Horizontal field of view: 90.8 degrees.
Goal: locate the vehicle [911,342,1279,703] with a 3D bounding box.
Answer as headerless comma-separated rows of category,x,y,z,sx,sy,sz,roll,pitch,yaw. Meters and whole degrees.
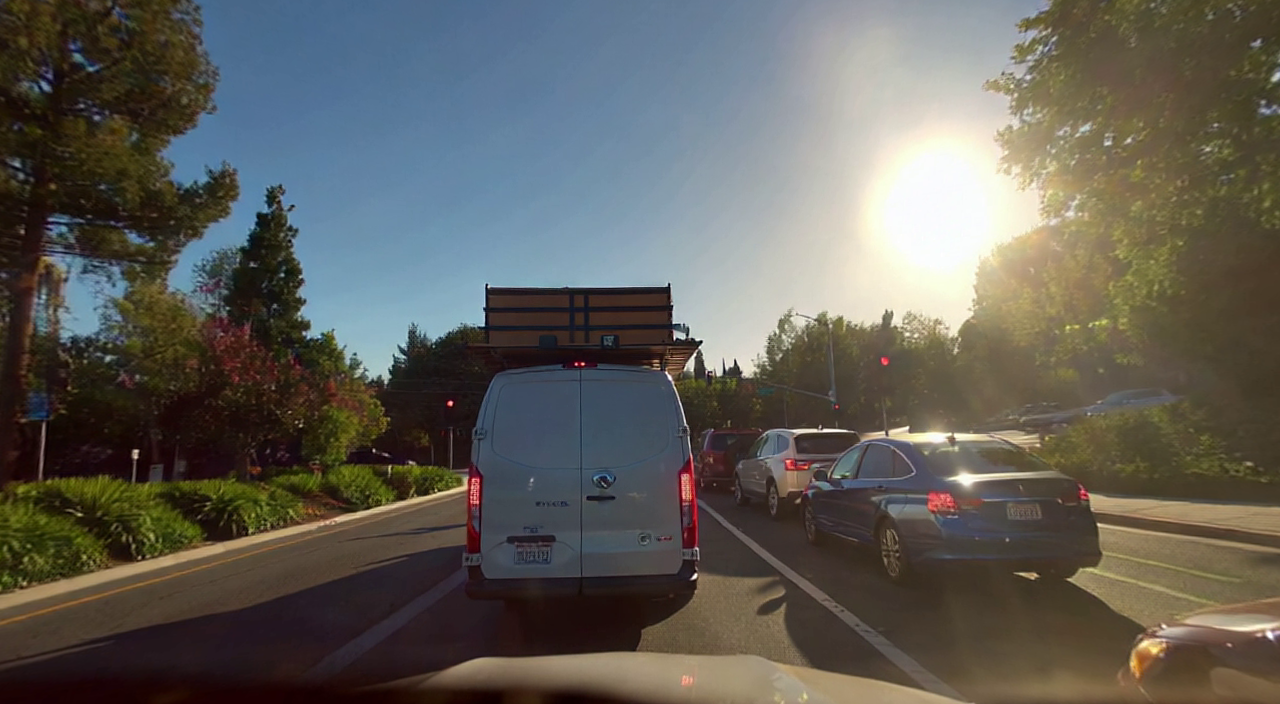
vehicle,3.458,0.943,3.411,1.965,1.671,4.146,0,-9,-3

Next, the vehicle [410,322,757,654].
vehicle,-0.362,1.151,6.189,2.145,2.089,4.309,0,-9,0

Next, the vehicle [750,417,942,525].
vehicle,3.667,2.212,12.261,2.024,1.692,4.252,1,-9,-4

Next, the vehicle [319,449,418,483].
vehicle,-14.039,5.882,32.758,4.501,1.613,1.852,5,-10,-28
